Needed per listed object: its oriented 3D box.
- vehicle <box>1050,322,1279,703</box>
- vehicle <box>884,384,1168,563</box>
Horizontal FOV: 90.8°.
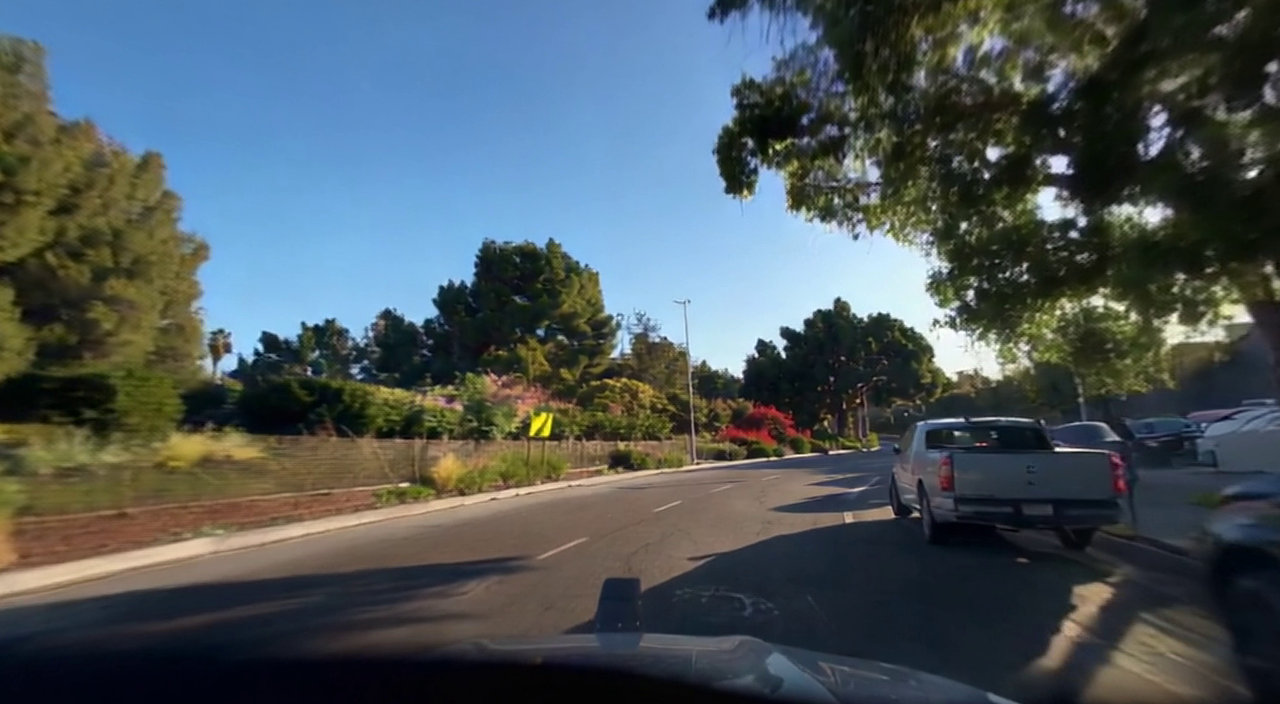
[{"bbox_3d":[3.830,0.679,1.959,2.168,1.846,4.794,-1,-9,5],"label":"vehicle"},{"bbox_3d":[5.524,1.814,10.227,2.483,1.978,5.802,-3,-9,17],"label":"vehicle"}]
